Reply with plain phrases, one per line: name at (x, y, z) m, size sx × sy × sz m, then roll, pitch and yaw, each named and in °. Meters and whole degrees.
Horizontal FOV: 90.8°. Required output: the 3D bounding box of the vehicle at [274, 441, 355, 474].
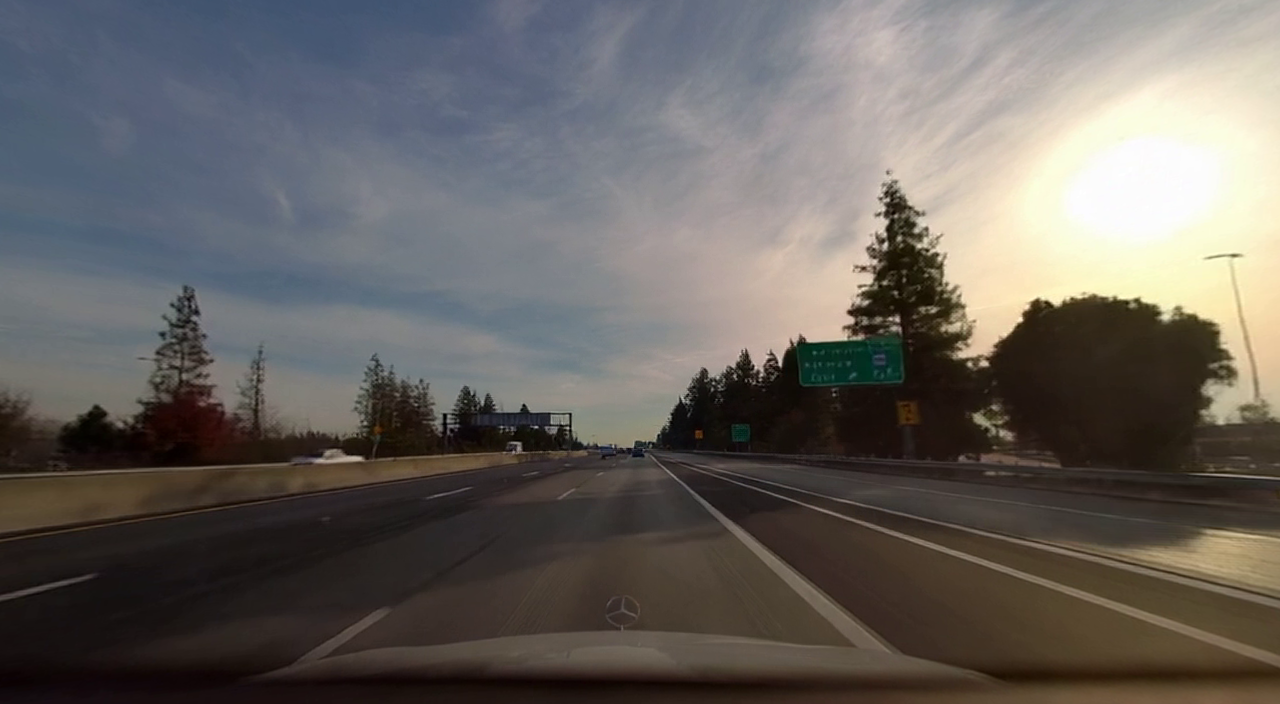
vehicle at (-19.986, 6.516, 39.071) m, size 2.289 × 1.857 × 4.835 m, roll -1°, pitch -9°, yaw 2°
